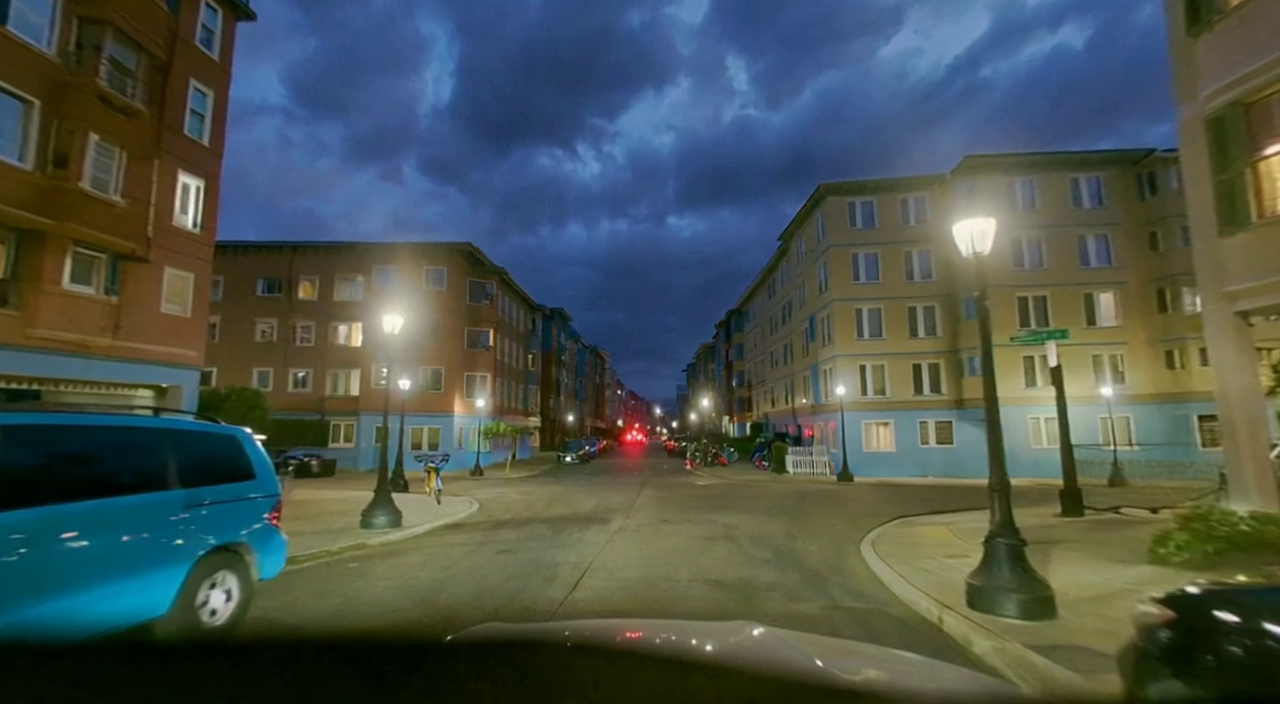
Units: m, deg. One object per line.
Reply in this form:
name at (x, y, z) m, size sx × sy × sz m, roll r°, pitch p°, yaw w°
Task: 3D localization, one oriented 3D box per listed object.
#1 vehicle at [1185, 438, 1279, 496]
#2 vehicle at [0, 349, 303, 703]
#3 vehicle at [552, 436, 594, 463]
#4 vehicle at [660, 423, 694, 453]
vehicle at (17.753, 3.147, 17.440) m, size 3.414 × 1.519 × 1.719 m, roll -2°, pitch -8°, yaw 14°
vehicle at (-3.357, 0.830, 2.297) m, size 1.832 × 1.683 × 4.396 m, roll 0°, pitch -8°, yaw -1°
vehicle at (-3.818, 5.594, 36.354) m, size 1.897 × 1.431 × 3.741 m, roll -1°, pitch -8°, yaw 1°
vehicle at (2.635, 6.222, 45.398) m, size 2.072 × 2.074 × 4.358 m, roll 0°, pitch -8°, yaw -2°
